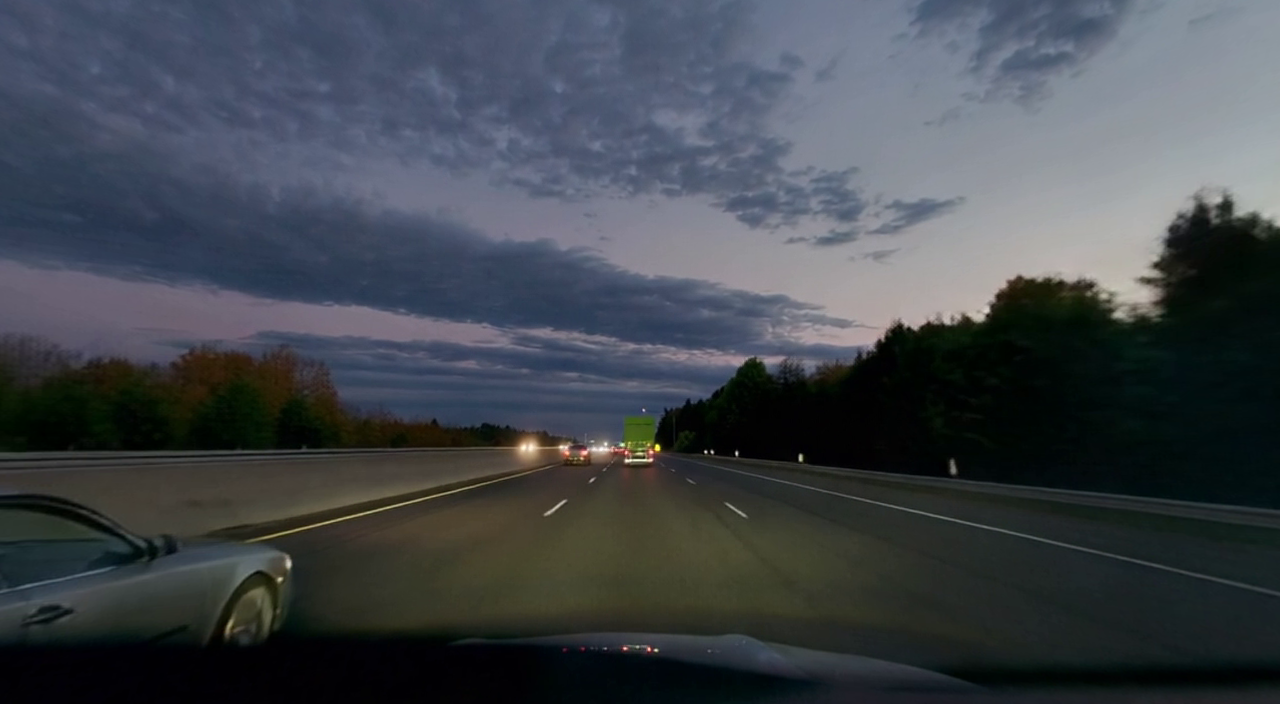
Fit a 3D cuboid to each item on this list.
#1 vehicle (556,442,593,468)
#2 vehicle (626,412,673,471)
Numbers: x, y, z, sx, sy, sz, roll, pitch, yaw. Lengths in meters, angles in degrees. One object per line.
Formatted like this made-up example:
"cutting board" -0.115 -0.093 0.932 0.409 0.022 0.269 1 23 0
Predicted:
"vehicle" -4.392 6.994 42.742 2.079 1.656 3.965 0 -9 0
"vehicle" 0.514 6.216 43.605 2.893 3.628 9.081 0 -9 -1
